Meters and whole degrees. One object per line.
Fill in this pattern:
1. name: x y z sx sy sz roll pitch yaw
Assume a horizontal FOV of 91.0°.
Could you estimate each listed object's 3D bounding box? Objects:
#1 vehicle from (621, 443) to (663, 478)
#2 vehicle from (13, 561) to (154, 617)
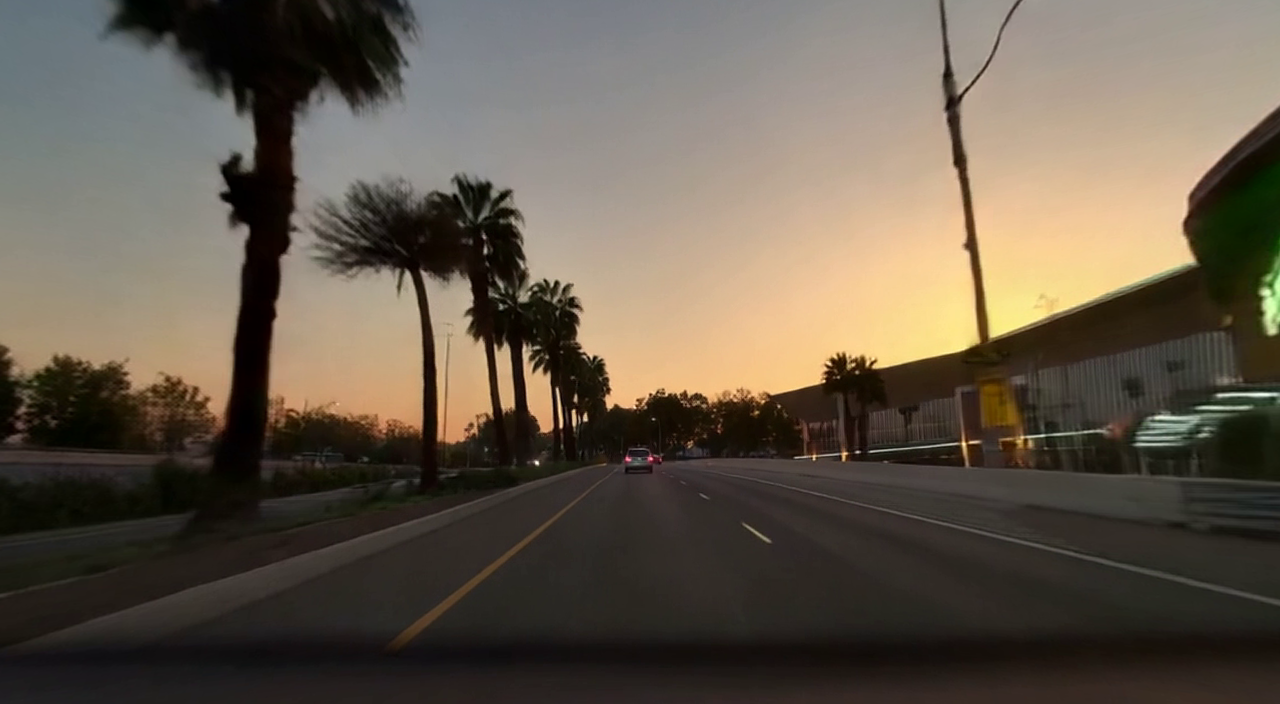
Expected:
1. vehicle: 0.067 5.769 33.657 2.089 1.718 4.193 0 -9 -1
2. vehicle: -30.108 12.831 34.447 2.309 1.963 5.918 0 -11 0
